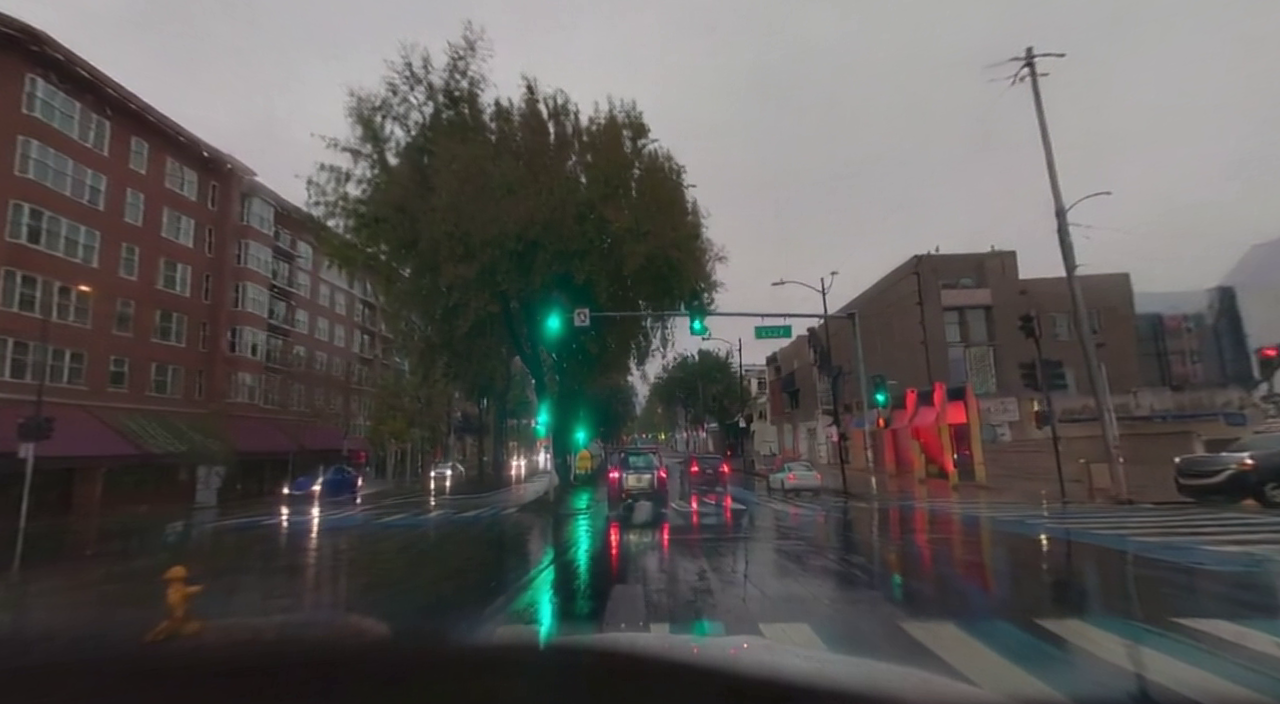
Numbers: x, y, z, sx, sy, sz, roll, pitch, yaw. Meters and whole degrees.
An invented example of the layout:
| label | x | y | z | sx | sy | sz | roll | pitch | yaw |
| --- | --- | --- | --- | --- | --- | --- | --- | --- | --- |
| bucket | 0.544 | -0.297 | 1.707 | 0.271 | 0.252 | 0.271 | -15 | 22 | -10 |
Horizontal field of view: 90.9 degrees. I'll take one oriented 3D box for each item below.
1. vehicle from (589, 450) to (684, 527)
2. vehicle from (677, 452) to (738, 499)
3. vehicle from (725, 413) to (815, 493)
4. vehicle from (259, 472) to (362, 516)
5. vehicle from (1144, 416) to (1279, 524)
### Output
| label | x | y | z | sx | sy | sz | roll | pitch | yaw |
| --- | --- | --- | --- | --- | --- | --- | --- | --- | --- |
| vehicle | -0.079 | 3.512 | 16.864 | 2.209 | 1.748 | 4.130 | 0 | -9 | 0 |
| vehicle | 2.726 | 5.127 | 26.553 | 1.939 | 1.746 | 4.091 | 0 | -9 | -2 |
| vehicle | 6.087 | 4.870 | 30.732 | 2.803 | 3.401 | 6.688 | 0 | -9 | -1 |
| vehicle | -14.248 | 6.138 | 27.653 | 2.043 | 1.526 | 4.617 | 0 | -9 | -1 |
| vehicle | 13.839 | 2.343 | 12.757 | 5.156 | 2.005 | 2.122 | -1 | -9 | 6 |
